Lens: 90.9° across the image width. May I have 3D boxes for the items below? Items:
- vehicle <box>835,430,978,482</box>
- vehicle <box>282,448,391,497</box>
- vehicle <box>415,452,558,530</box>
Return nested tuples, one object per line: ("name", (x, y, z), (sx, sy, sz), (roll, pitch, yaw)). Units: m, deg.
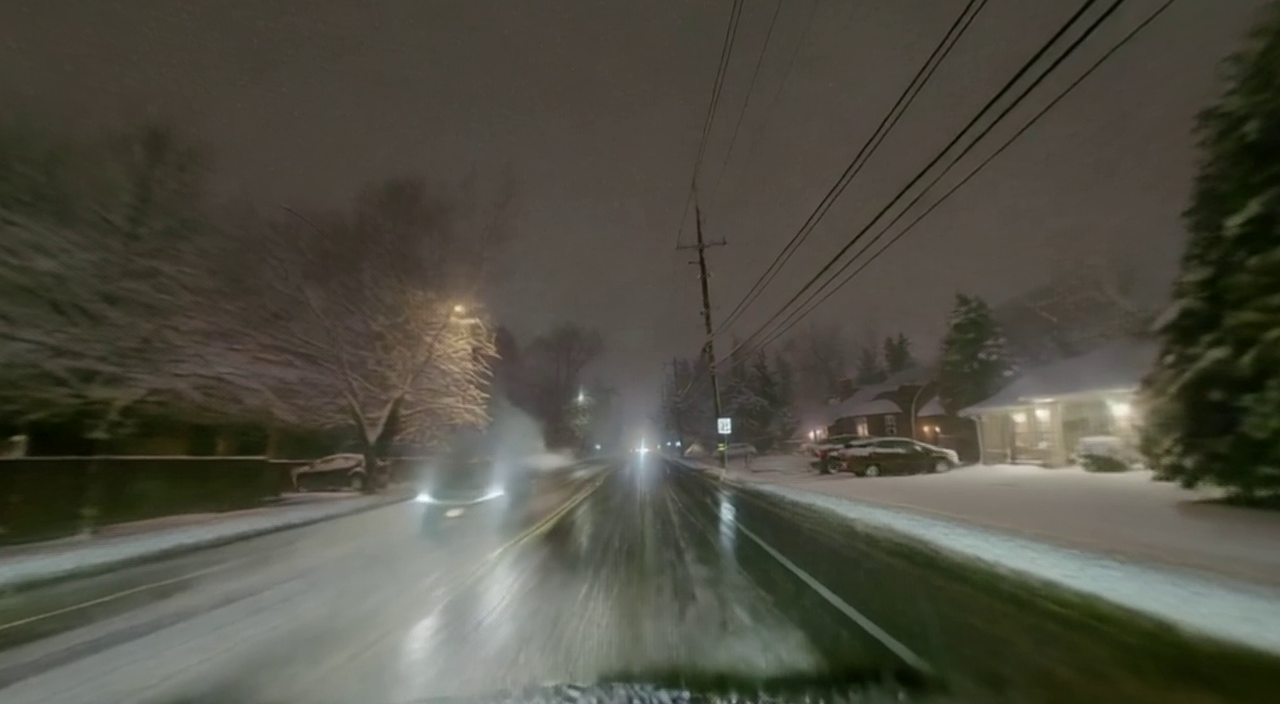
("vehicle", (10.434, 4.085, 24.934), (4.626, 1.731, 2.007), (-3, -9, -1))
("vehicle", (-13.044, 5.196, 27.521), (2.053, 1.906, 4.889), (0, -9, 3))
("vehicle", (-3.072, 2.861, 13.541), (1.968, 1.394, 3.890), (0, -9, 2))
